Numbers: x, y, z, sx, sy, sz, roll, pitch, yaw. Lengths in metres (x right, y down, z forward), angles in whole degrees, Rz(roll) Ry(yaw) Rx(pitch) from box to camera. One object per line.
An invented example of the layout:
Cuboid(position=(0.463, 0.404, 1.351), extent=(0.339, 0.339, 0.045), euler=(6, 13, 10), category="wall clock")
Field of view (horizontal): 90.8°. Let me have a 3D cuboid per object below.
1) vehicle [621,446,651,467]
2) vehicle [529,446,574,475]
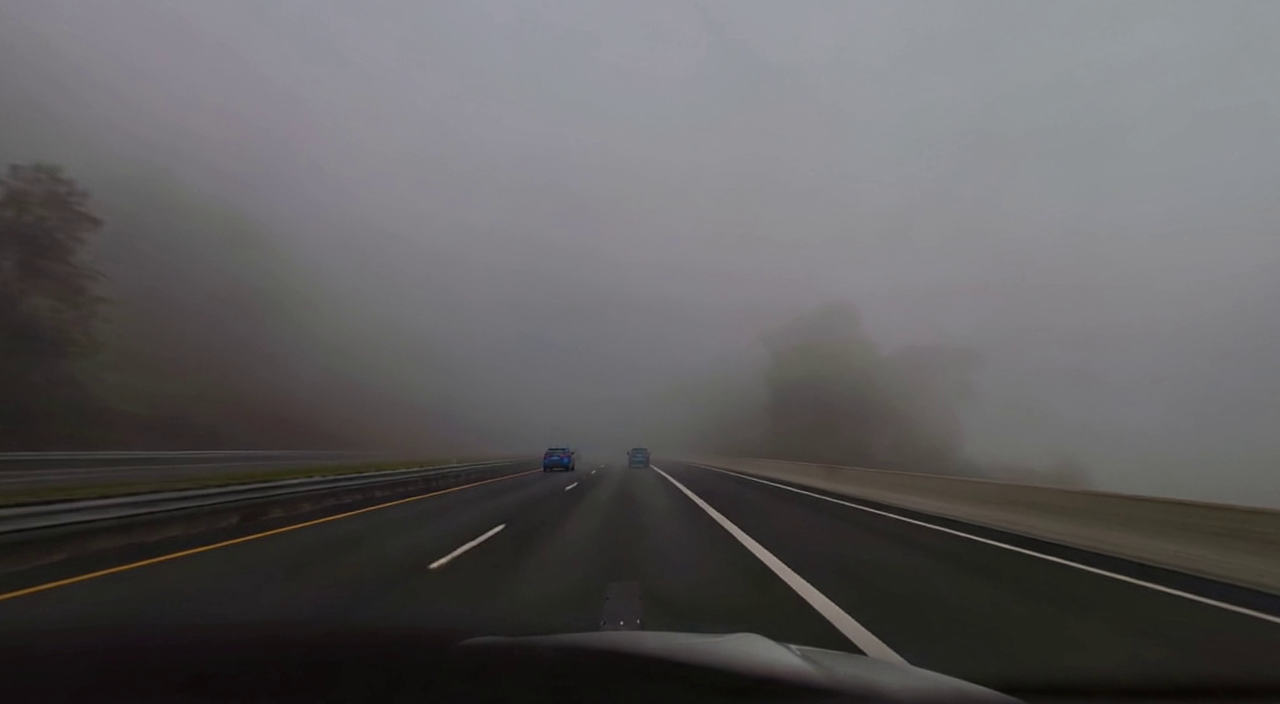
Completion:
Cuboid(position=(-0.334, 7.688, 46.627), extent=(2.031, 1.483, 3.417), euler=(0, -9, -3), category="vehicle")
Cuboid(position=(-4.869, 6.016, 35.324), extent=(1.957, 1.499, 4.965), euler=(0, -8, -1), category="vehicle")
